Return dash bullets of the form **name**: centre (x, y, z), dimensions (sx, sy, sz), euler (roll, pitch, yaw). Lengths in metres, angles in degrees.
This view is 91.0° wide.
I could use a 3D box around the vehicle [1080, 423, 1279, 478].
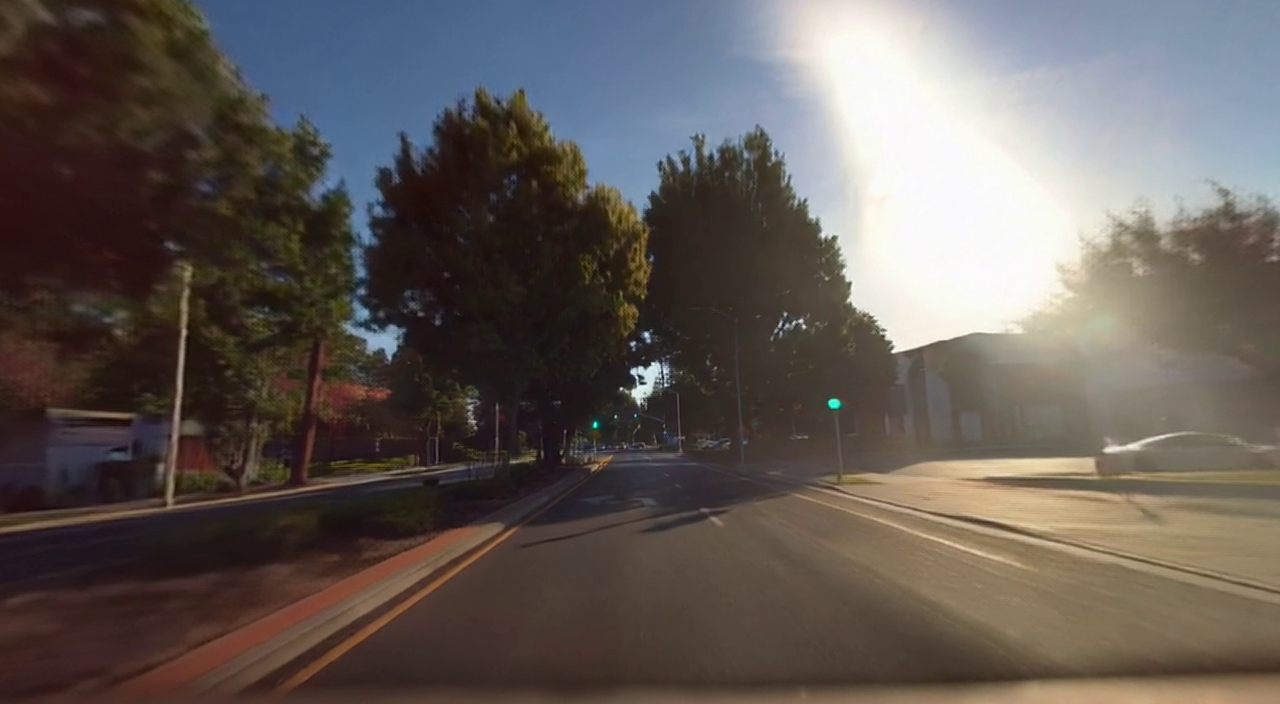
- **vehicle**: centre (16.261, 2.930, 18.744), dimensions (4.701, 1.500, 2.050), euler (-1, -9, 0)
